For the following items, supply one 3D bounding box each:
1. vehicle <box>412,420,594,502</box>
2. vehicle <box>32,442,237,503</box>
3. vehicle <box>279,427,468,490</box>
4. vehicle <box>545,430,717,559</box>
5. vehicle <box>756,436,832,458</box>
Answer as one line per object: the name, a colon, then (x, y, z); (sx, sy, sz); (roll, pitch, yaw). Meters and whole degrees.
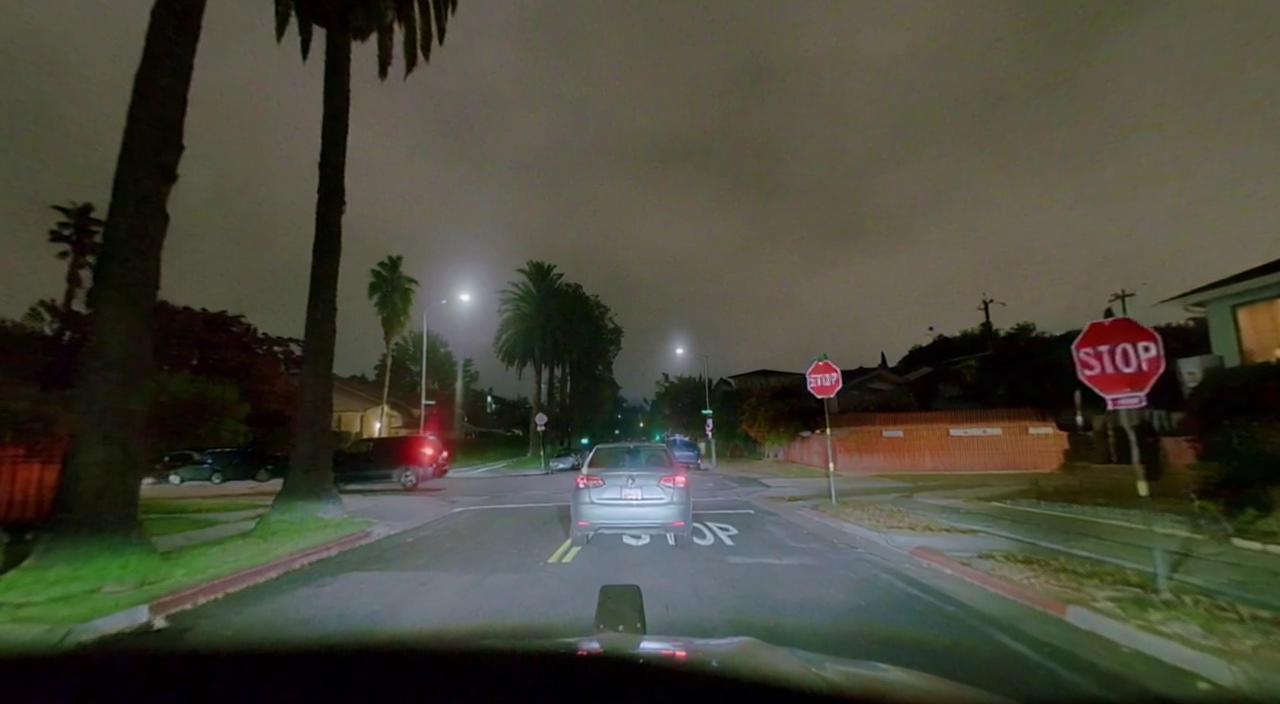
vehicle: (-4.505, 3.411, 20.039); (5.941, 2.187, 2.730); (-8, -12, 43)
vehicle: (-15.125, 3.681, 18.976); (4.521, 1.447, 1.913); (-4, -13, 1)
vehicle: (-9.695, 3.832, 22.868); (6.308, 2.057, 2.353); (-3, -9, 20)
vehicle: (-0.112, 1.993, 9.493); (2.010, 1.499, 4.107); (0, -9, 0)
vehicle: (12.040, 7.470, 49.317); (5.379, 1.731, 2.080); (0, -9, 0)
